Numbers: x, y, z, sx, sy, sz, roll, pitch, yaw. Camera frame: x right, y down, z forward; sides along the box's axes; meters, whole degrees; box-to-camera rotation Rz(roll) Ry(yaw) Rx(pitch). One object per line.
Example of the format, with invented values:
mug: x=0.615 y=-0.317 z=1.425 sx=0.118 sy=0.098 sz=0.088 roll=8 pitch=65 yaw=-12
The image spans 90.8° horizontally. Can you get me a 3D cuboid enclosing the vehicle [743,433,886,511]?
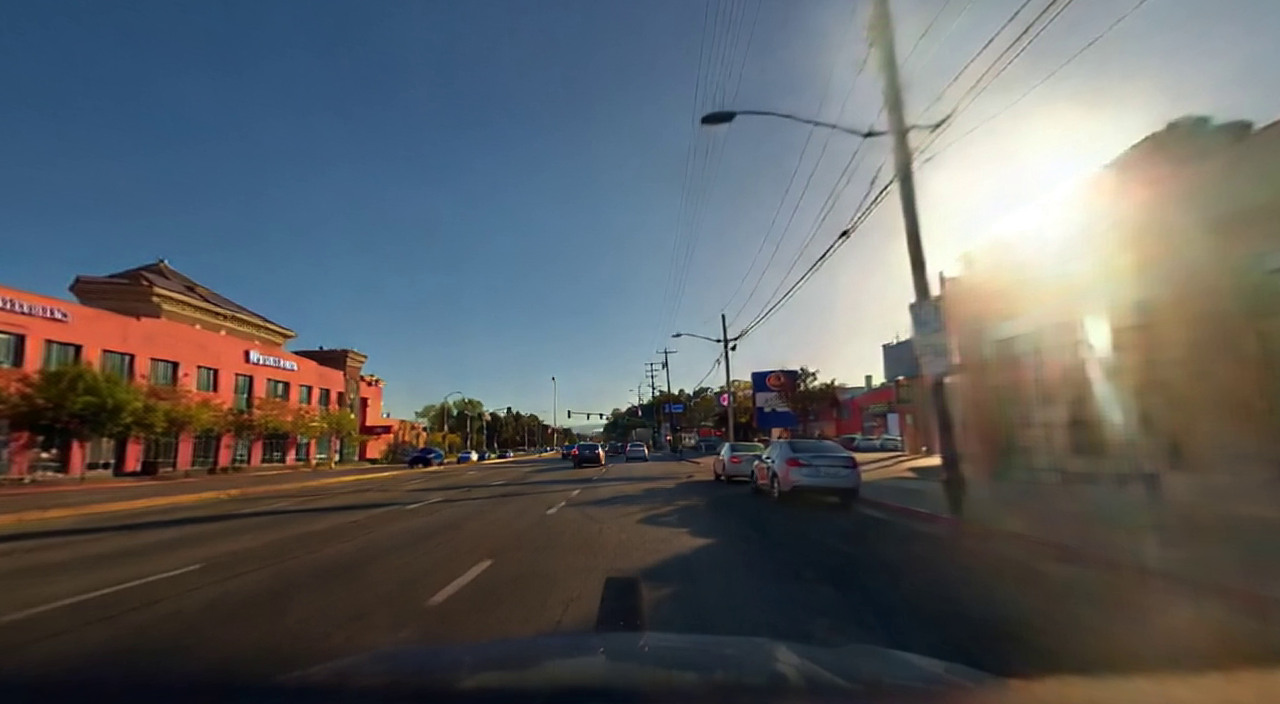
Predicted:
vehicle: x=3.804 y=2.718 z=14.800 sx=1.922 sy=1.507 sz=4.824 roll=0 pitch=-9 yaw=-1

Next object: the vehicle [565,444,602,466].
vehicle: x=-3.869 y=7.190 z=44.250 sx=2.179 sy=1.490 sz=4.742 roll=0 pitch=-9 yaw=0
